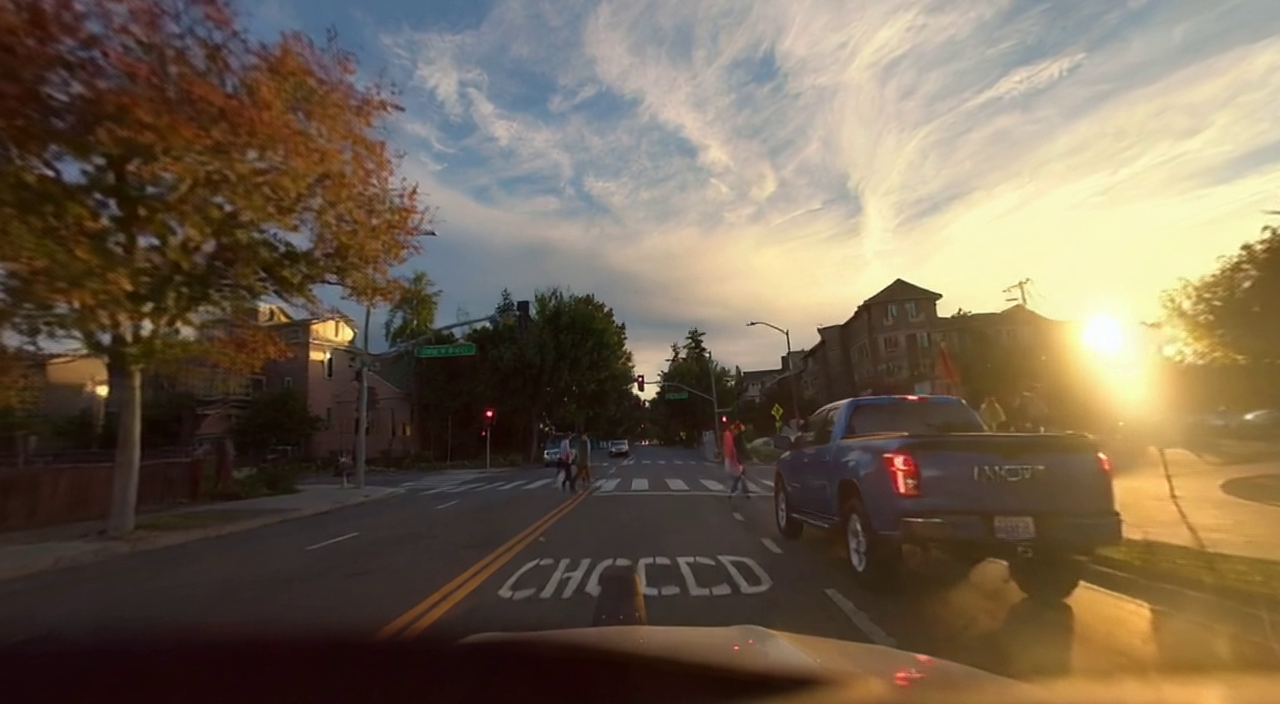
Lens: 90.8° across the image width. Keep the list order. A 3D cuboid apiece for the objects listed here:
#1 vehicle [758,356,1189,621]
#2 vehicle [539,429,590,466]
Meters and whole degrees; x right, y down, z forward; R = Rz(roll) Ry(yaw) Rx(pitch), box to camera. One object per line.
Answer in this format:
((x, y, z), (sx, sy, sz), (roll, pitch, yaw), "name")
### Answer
((3.060, 1.429, 7.628), (2.177, 2.015, 5.463), (0, -8, 0), "vehicle")
((-5.613, 7.198, 47.976), (2.896, 2.560, 7.322), (0, -8, 1), "vehicle")
